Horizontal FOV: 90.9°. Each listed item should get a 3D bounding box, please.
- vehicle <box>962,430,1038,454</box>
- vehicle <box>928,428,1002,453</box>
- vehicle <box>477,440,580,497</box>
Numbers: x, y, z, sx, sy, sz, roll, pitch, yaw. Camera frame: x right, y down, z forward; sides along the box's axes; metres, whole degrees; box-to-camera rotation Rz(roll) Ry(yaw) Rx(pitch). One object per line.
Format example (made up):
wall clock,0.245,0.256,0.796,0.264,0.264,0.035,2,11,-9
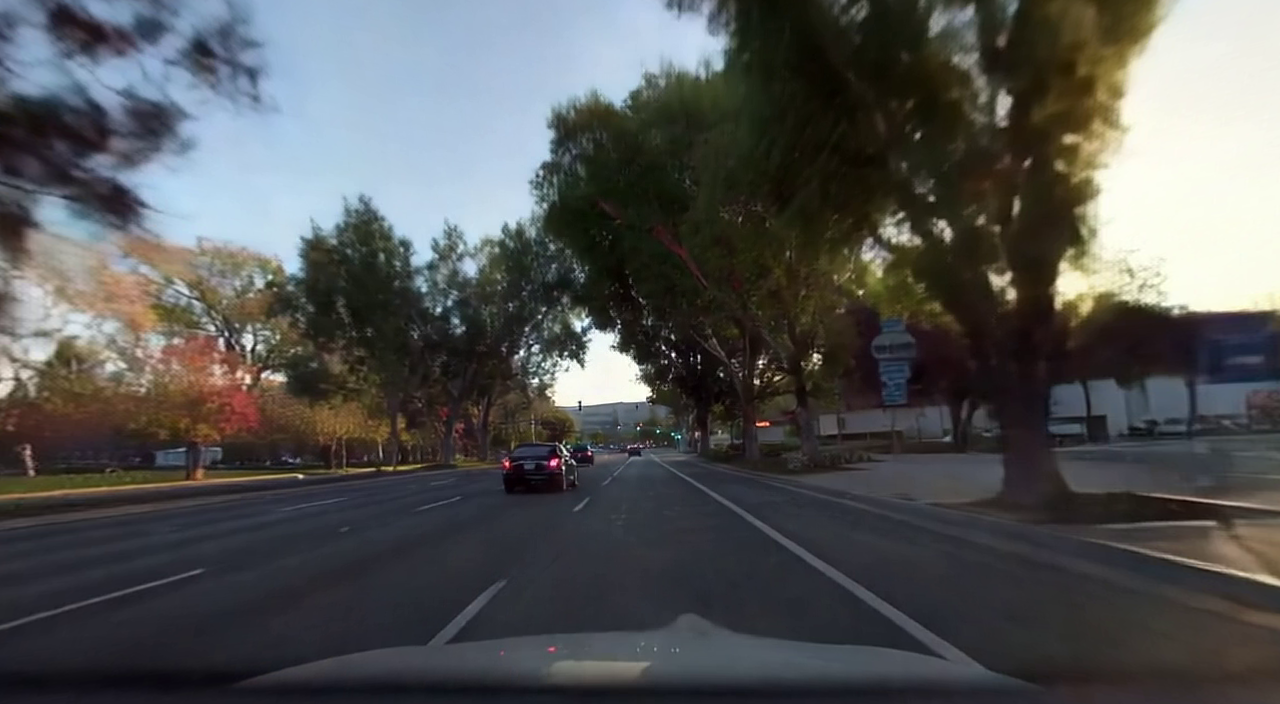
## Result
vehicle,25.467,6.379,44.639,4.222,1.450,1.766,-3,-8,-1
vehicle,25.393,6.922,49.317,4.643,1.852,1.978,0,-9,0
vehicle,-3.150,3.397,18.796,2.152,1.479,4.394,0,-9,1
